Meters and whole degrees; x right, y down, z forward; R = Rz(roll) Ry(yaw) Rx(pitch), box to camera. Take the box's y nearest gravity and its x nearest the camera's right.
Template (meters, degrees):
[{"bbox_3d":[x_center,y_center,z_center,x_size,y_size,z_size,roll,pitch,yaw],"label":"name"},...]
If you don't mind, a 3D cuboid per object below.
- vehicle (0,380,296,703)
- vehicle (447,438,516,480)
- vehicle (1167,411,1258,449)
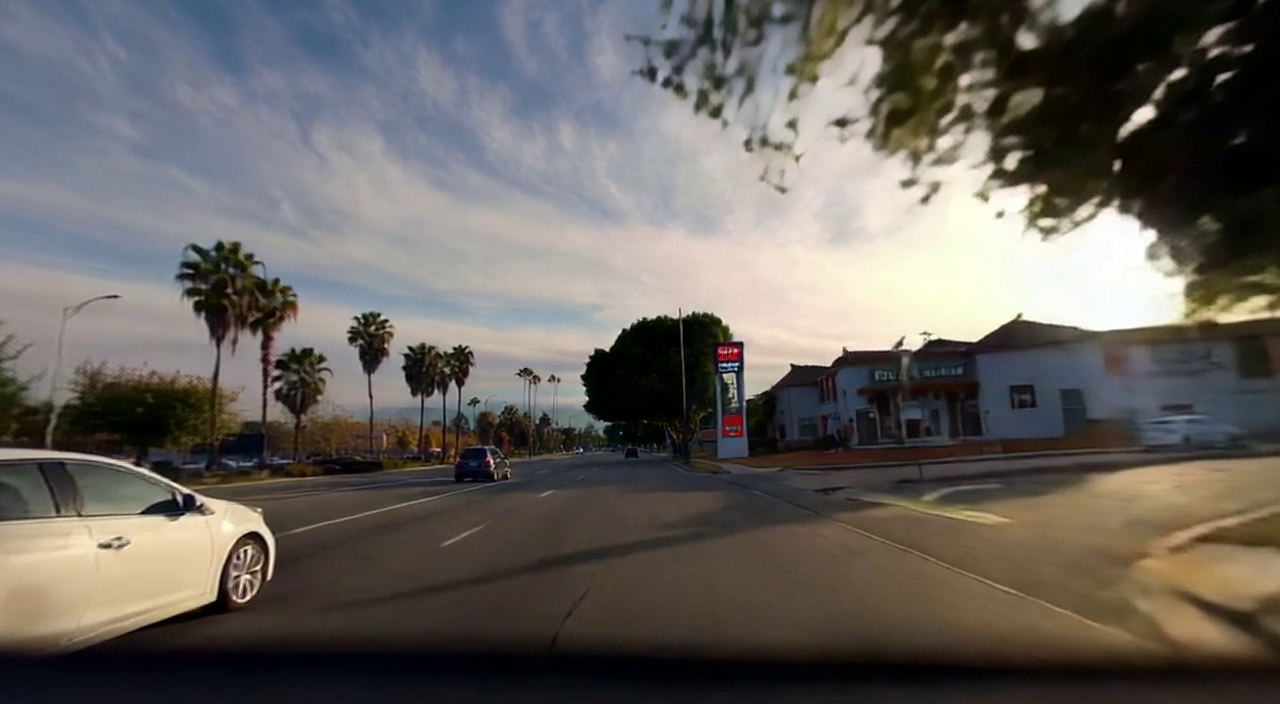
[{"bbox_3d":[-4.182,1.055,3.599,2.041,1.666,4.182,0,-9,0],"label":"vehicle"},{"bbox_3d":[-7.460,5.073,30.119,2.136,1.844,4.363,0,-9,1],"label":"vehicle"},{"bbox_3d":[29.644,4.089,32.546,4.264,1.791,2.133,5,-10,-30],"label":"vehicle"}]
